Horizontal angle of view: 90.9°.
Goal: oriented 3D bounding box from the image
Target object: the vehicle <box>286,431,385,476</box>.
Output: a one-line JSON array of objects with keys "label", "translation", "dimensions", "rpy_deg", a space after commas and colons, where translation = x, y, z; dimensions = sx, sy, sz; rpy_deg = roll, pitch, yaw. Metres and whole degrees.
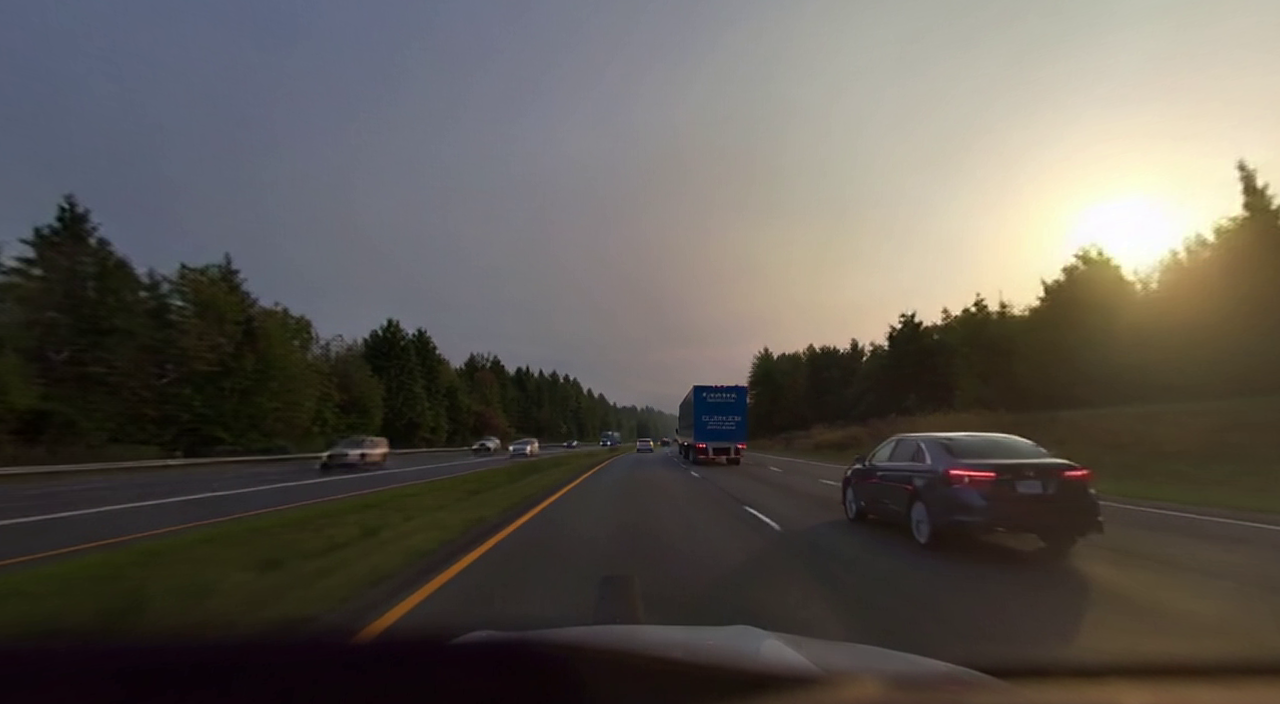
[{"label": "vehicle", "translation": [-14.227, 4.722, 29.842], "dimensions": [2.073, 1.912, 5.067], "rpy_deg": [0, -8, 2]}]

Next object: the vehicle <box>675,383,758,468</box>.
[{"label": "vehicle", "translation": [4.087, 4.463, 37.278], "dimensions": [3.171, 4.072, 13.784], "rpy_deg": [0, -8, 0]}]

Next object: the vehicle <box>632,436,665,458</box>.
[{"label": "vehicle", "translation": [0.644, 6.680, 44.517], "dimensions": [2.209, 1.499, 4.144], "rpy_deg": [0, -8, 1]}]

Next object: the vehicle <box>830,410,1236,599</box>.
[{"label": "vehicle", "translation": [3.979, 1.568, 7.493], "dimensions": [2.028, 1.573, 4.207], "rpy_deg": [0, -8, -2]}]

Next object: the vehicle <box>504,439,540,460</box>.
[{"label": "vehicle", "translation": [-9.160, 7.613, 49.209], "dimensions": [1.892, 1.508, 4.225], "rpy_deg": [0, -8, 2]}]
